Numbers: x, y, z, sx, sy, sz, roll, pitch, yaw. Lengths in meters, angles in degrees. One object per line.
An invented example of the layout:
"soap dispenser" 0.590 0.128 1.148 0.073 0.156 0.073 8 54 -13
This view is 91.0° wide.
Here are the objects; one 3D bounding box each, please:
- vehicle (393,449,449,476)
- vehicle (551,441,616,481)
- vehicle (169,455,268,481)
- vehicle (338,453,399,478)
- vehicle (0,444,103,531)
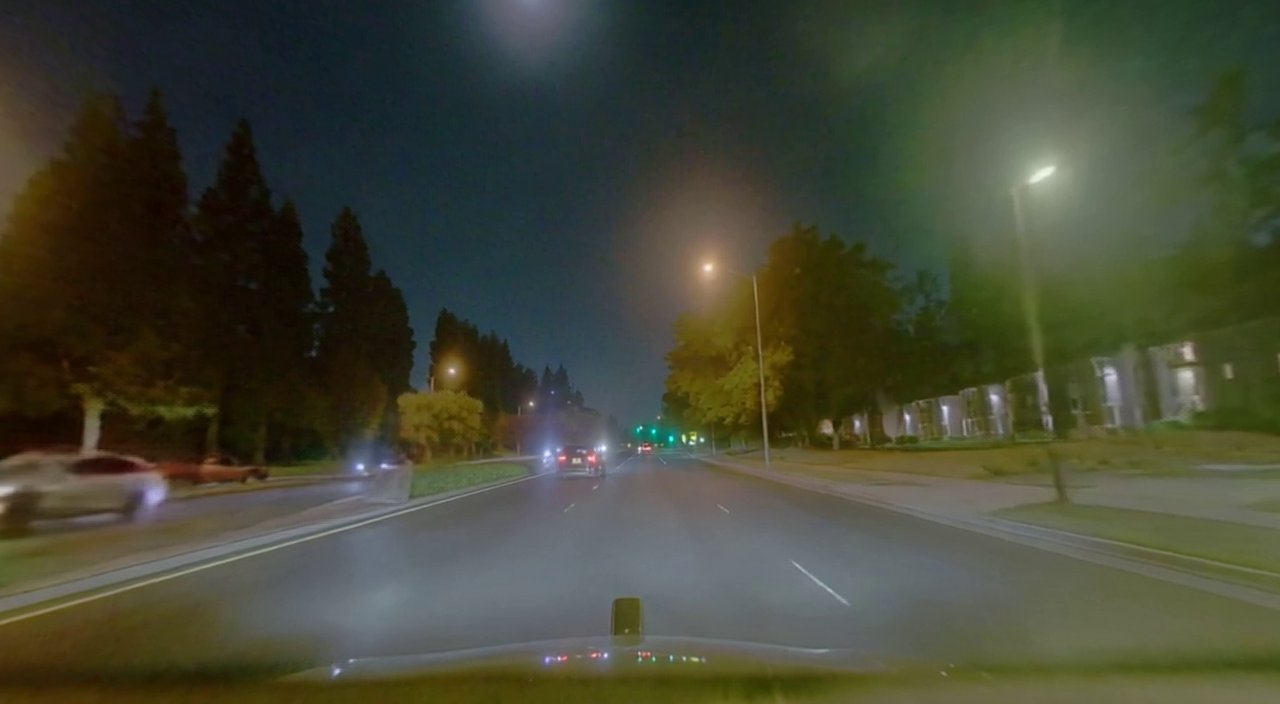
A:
"vehicle" -13.662 6.906 39.620 1.939 1.537 4.269 0 -9 1
"vehicle" -2.221 4.488 26.125 2.106 1.517 4.375 -1 -9 3
"vehicle" -25.944 7.145 38.903 4.586 1.492 1.884 1 -9 -8
"vehicle" -17.375 7.258 40.515 1.945 1.520 4.403 0 -9 0
"vehicle" -13.939 2.747 12.749 2.059 1.734 4.559 0 -9 0
